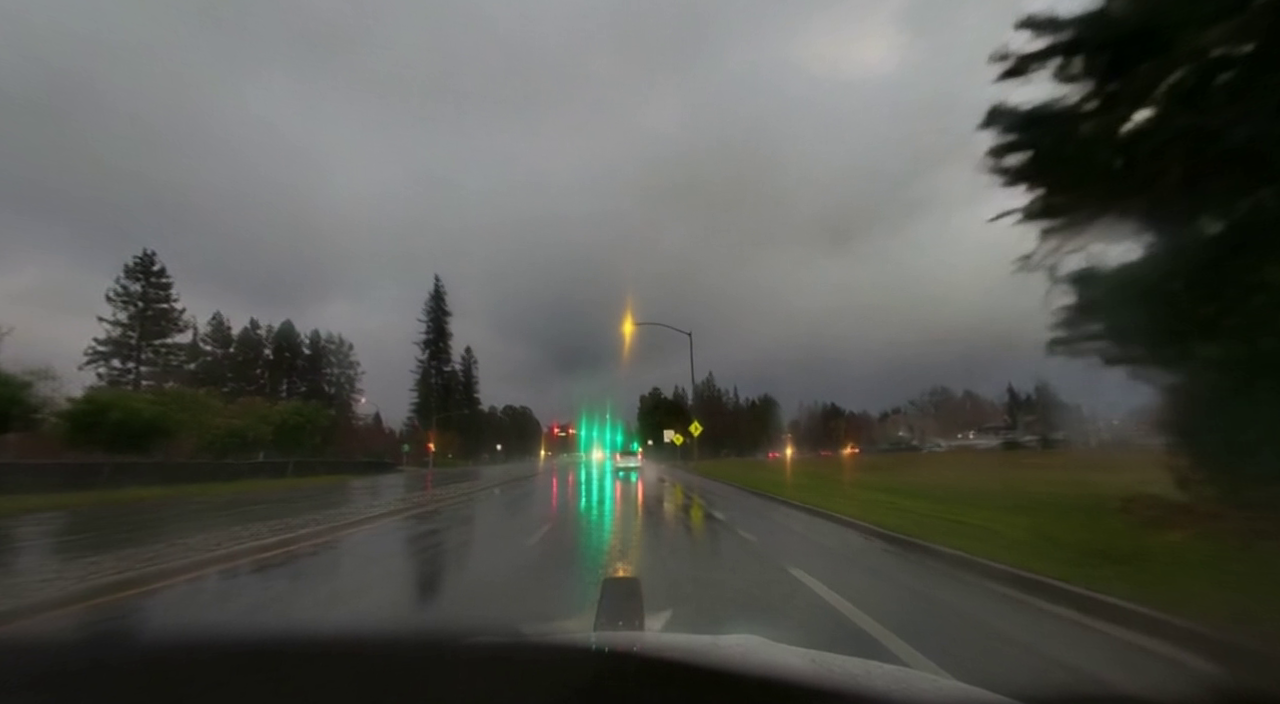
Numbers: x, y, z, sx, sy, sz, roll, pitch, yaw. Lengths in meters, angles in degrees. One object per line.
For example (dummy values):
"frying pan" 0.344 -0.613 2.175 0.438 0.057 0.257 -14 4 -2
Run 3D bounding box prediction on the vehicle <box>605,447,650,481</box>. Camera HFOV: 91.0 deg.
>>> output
"vehicle" -0.589 5.208 29.451 1.954 1.469 3.465 0 -9 -1
